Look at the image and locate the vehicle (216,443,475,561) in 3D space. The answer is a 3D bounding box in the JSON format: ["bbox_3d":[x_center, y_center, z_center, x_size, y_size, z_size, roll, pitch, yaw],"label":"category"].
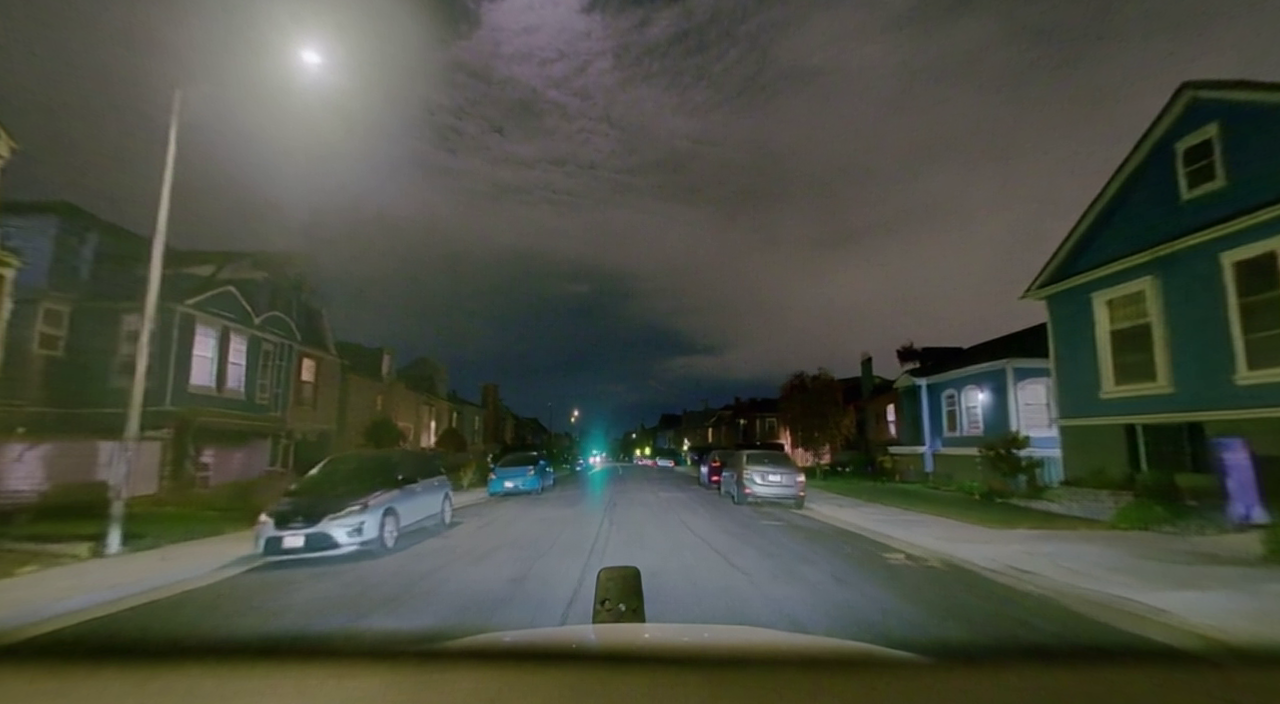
[{"bbox_3d":[-4.445,2.311,10.709,2.020,1.470,5.300,0,-9,-2],"label":"vehicle"}]

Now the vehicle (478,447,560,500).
[{"bbox_3d":[-4.150,4.222,22.385,2.089,1.508,4.537,2,-7,-1],"label":"vehicle"}]

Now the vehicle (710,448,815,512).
[{"bbox_3d":[3.143,3.355,17.095,1.888,1.484,4.476,0,-9,-1],"label":"vehicle"}]
